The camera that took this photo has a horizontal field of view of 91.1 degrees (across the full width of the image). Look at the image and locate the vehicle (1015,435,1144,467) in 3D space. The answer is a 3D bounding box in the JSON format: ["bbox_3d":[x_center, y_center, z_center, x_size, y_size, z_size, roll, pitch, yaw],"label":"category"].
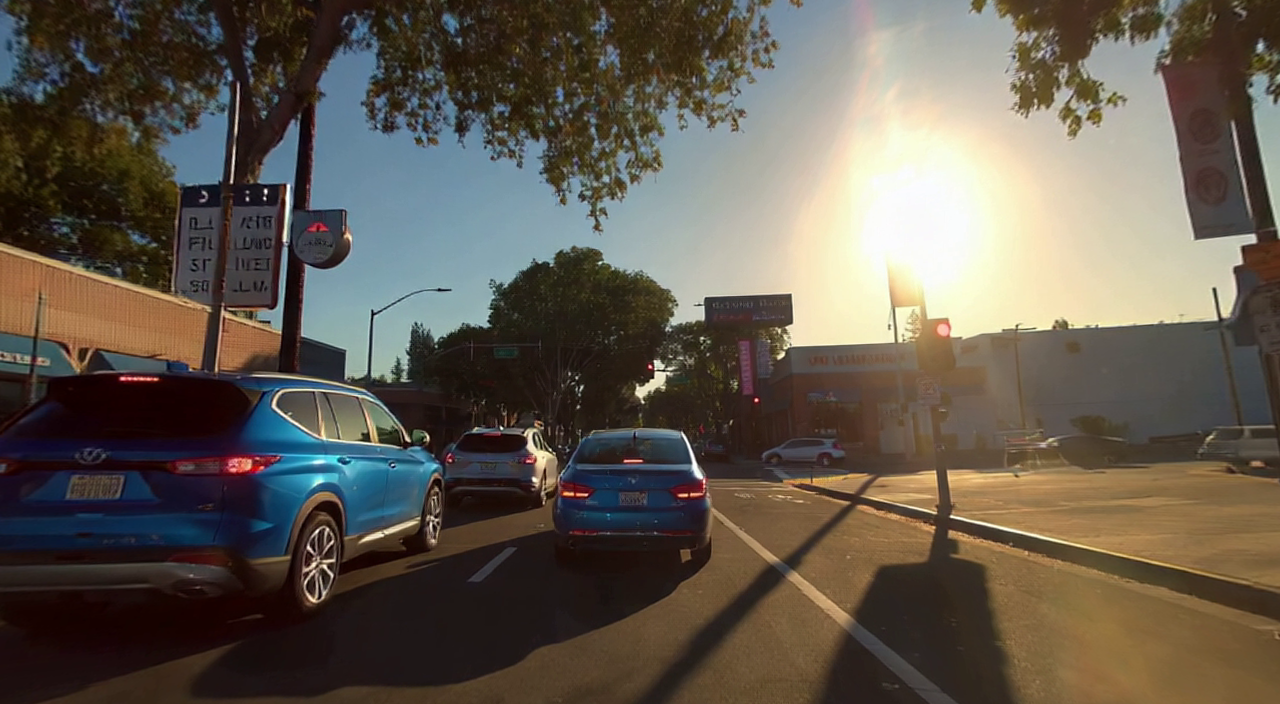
[{"bbox_3d":[21.439,4.854,30.896,4.809,1.476,1.845,-4,-9,23],"label":"vehicle"}]

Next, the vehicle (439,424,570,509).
[{"bbox_3d":[-2.925,2.593,14.594,2.047,1.664,4.148,0,-8,1],"label":"vehicle"}]

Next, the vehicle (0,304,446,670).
[{"bbox_3d":[-3.811,1.129,6.219,2.152,2.118,5.066,0,-8,0],"label":"vehicle"}]

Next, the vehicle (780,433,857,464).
[{"bbox_3d":[10.229,5.577,36.288,4.116,1.719,2.069,-2,-9,12],"label":"vehicle"}]

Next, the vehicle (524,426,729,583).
[{"bbox_3d":[-0.159,1.780,8.179,1.966,1.481,4.146,0,-8,-1],"label":"vehicle"}]
